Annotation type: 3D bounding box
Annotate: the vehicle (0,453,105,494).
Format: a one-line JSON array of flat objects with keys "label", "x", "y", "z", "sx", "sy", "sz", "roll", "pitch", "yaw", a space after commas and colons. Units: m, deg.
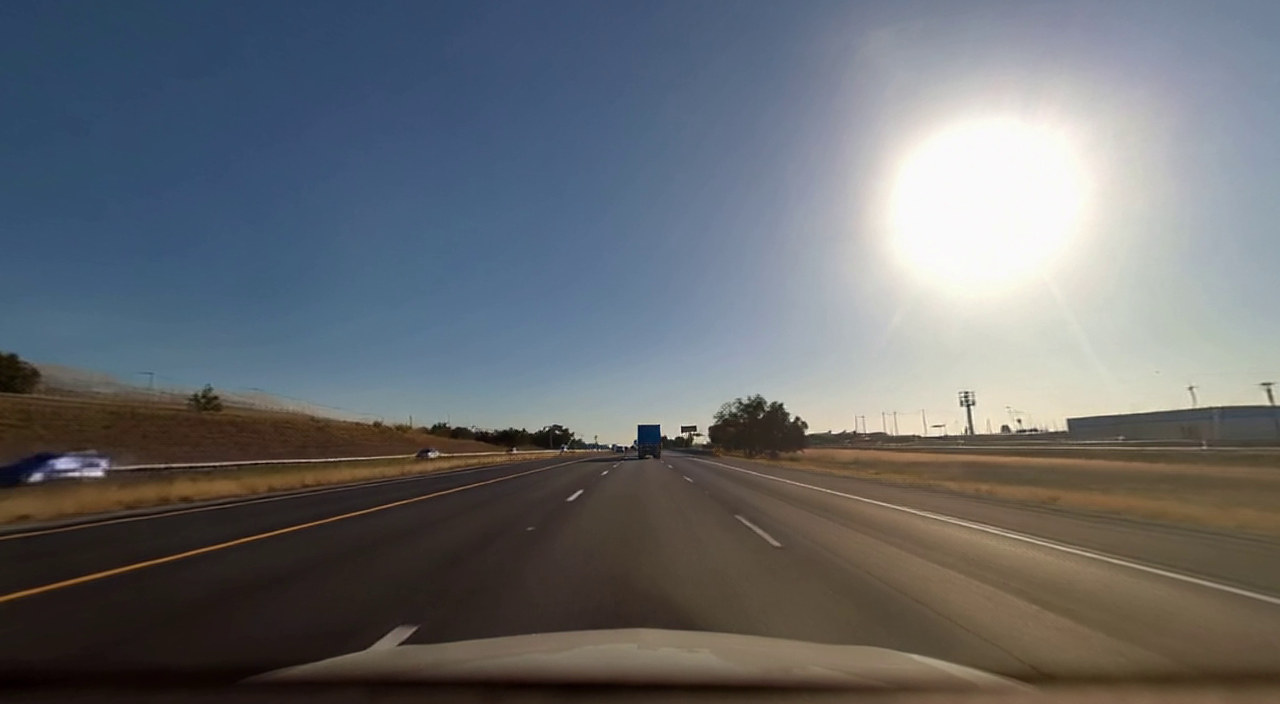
[{"label": "vehicle", "x": -25.715, "y": 5.062, "z": 26.622, "sx": 1.921, "sy": 1.521, "sz": 4.706, "roll": 0, "pitch": -9, "yaw": 1}]
